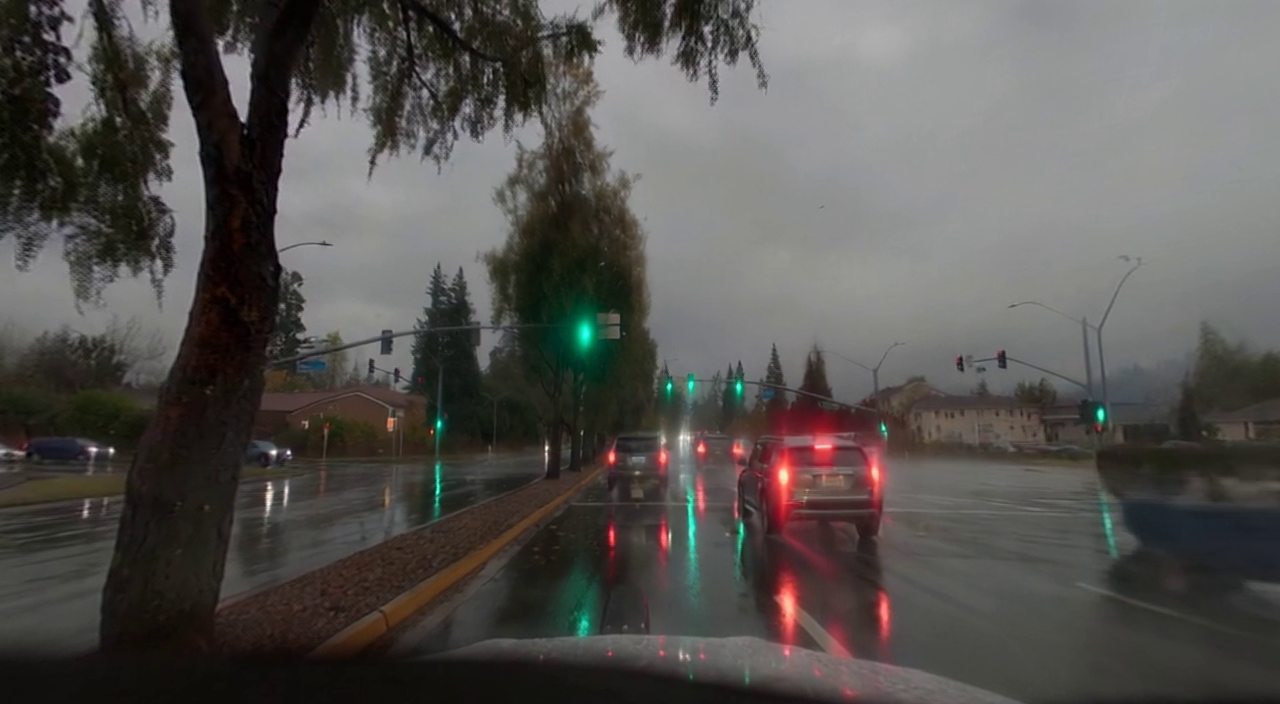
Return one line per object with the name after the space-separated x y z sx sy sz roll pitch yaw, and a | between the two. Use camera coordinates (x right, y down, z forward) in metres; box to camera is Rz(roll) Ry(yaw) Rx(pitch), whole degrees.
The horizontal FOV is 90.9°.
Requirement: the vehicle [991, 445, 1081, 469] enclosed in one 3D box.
29.728 7.887 47.404 5.366 1.653 2.044 1 -9 -1 | vehicle

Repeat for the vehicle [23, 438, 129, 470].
-36.866 6.630 41.273 4.771 1.778 2.032 3 -8 -3 | vehicle

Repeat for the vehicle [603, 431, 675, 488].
-0.134 3.512 20.906 2.099 1.705 4.020 0 -8 -4 | vehicle

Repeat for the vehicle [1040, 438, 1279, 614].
6.266 1.569 6.080 1.900 1.440 4.466 0 -8 1 | vehicle

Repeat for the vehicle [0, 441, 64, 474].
-35.031 5.767 34.710 4.465 1.693 1.959 2 -9 -1 | vehicle

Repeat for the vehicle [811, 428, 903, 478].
9.448 4.454 27.979 2.207 1.990 5.173 0 -8 0 | vehicle

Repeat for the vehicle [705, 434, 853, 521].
2.614 2.481 13.064 2.009 1.480 4.423 0 -8 -1 | vehicle

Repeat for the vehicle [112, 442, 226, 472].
-26.342 5.880 35.409 4.724 1.630 1.968 0 -8 -3 | vehicle
